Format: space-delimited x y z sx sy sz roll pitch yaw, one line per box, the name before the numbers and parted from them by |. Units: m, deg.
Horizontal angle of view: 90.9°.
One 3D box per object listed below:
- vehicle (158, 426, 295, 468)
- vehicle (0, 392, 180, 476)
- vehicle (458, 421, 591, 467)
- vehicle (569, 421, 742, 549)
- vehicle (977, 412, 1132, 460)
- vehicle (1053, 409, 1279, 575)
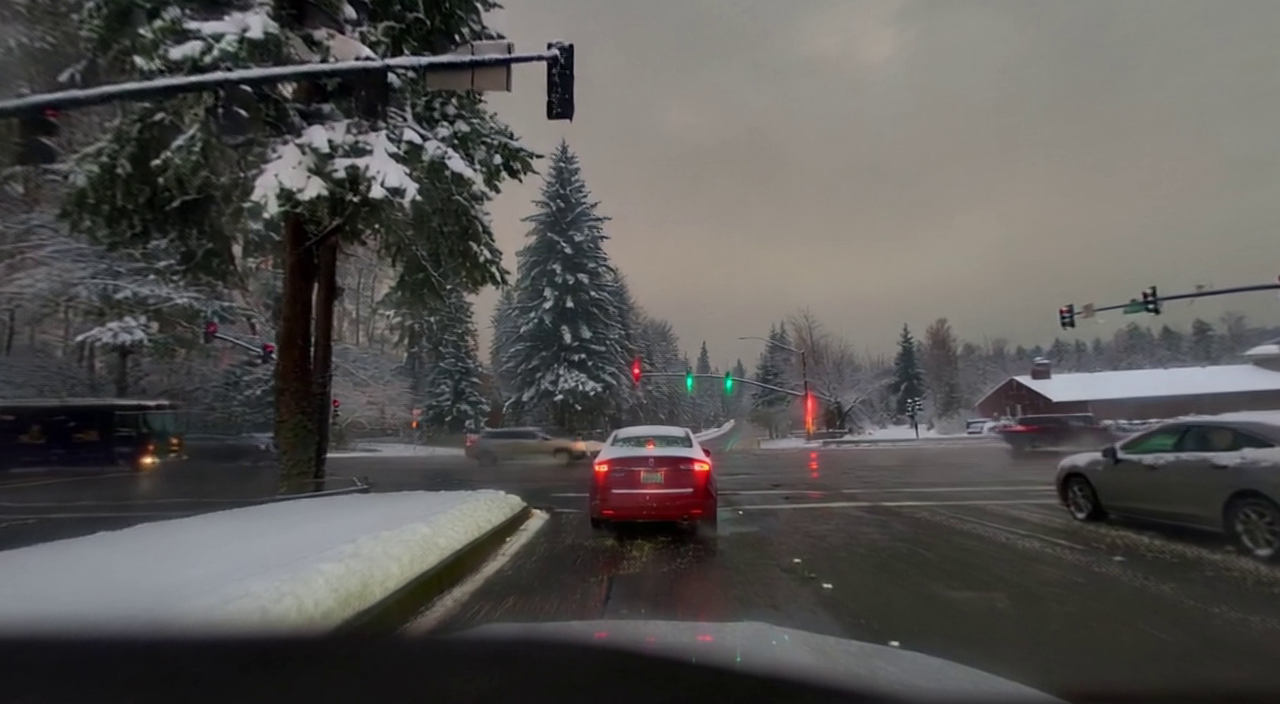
vehicle | -18.853 4.357 28.935 4.833 1.784 2.027 0 -8 1
vehicle | -24.971 3.320 25.409 10.544 3.126 2.909 0 -8 1
vehicle | -4.519 3.699 25.340 4.921 1.757 2.036 -1 -8 1
vehicle | 0.133 1.851 9.416 2.041 1.485 3.813 0 -8 -1
vehicle | 16.581 3.386 25.440 4.786 1.803 1.967 0 -8 0
vehicle | 7.093 1.497 7.125 1.901 1.577 4.348 0 -8 0
